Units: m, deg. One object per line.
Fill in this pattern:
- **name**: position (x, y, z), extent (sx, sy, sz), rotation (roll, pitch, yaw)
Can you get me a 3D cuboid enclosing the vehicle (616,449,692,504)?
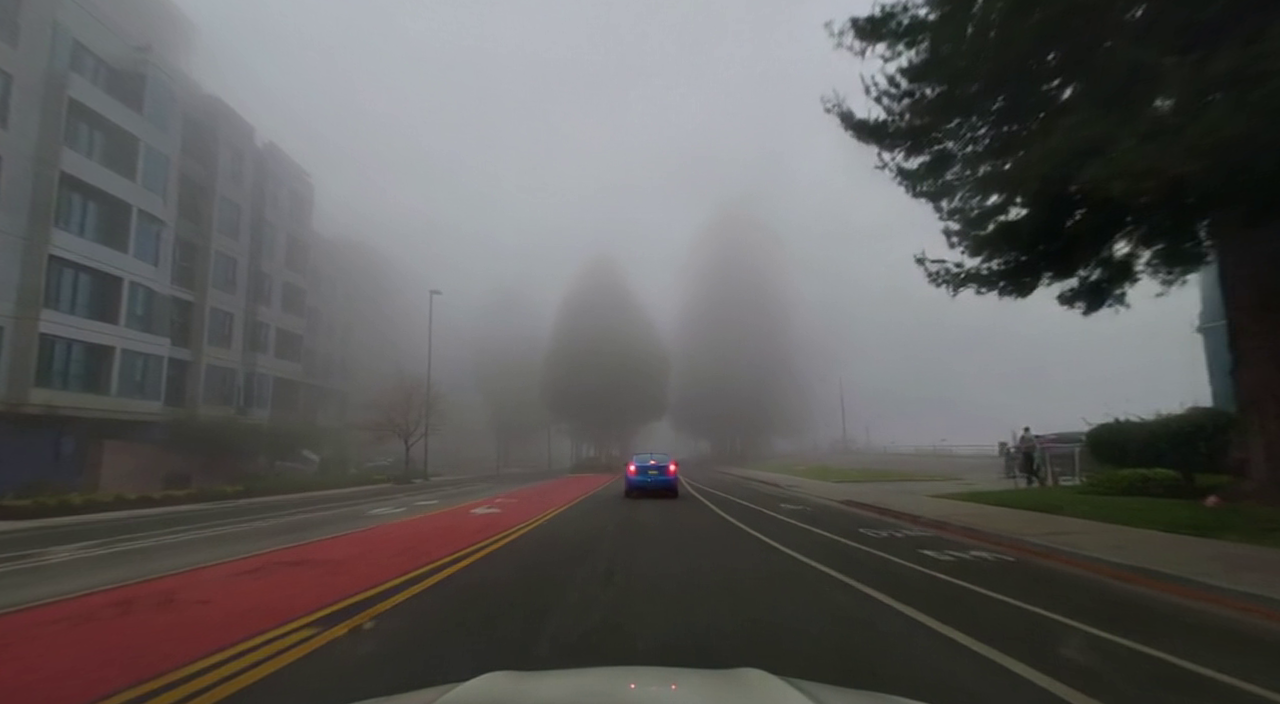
- **vehicle**: position (0.380, 3.694, 19.170), extent (2.063, 1.442, 4.135), rotation (0, -9, 0)
